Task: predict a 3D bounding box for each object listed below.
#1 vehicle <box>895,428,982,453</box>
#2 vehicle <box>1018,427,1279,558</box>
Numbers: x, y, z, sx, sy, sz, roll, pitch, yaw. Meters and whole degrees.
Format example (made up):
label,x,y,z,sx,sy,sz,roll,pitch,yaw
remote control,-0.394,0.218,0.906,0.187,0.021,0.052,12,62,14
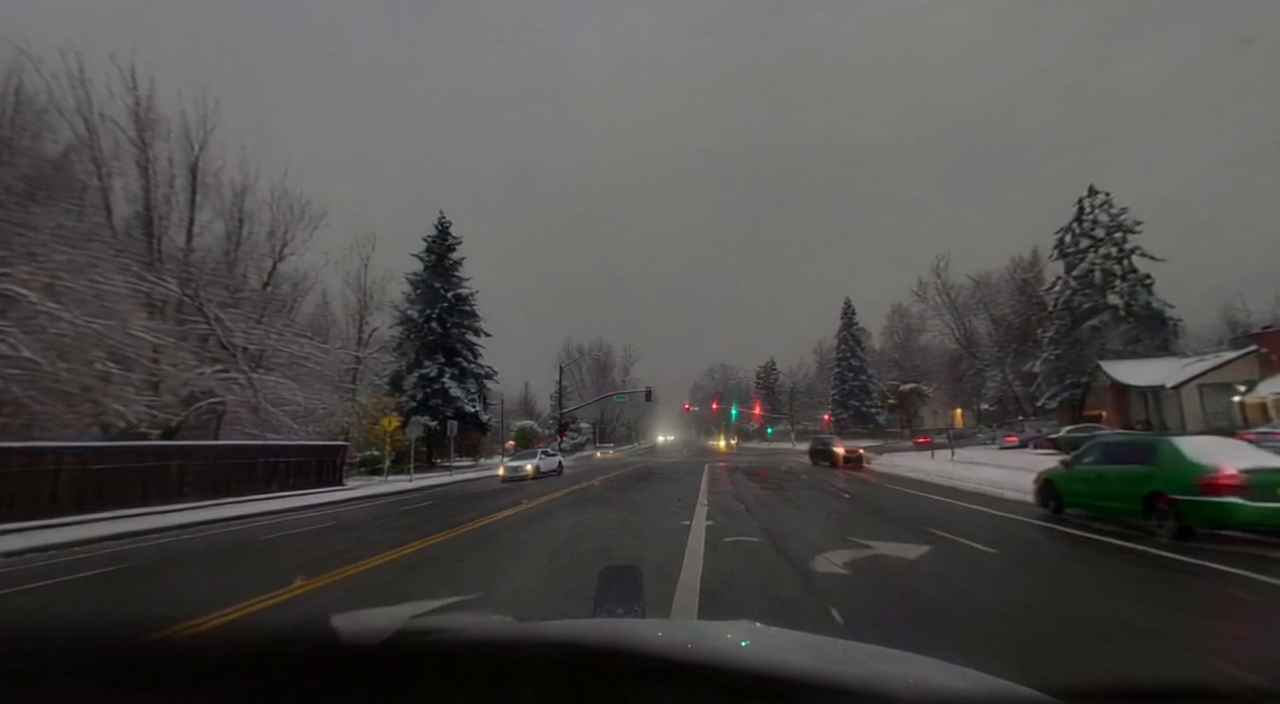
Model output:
label,x,y,z,sx,sy,sz,roll,pitch,yaw
vehicle,19.697,5.851,41.873,4.702,1.595,1.986,-1,-9,6
vehicle,7.656,1.874,9.168,1.917,1.440,4.335,-1,-8,5
